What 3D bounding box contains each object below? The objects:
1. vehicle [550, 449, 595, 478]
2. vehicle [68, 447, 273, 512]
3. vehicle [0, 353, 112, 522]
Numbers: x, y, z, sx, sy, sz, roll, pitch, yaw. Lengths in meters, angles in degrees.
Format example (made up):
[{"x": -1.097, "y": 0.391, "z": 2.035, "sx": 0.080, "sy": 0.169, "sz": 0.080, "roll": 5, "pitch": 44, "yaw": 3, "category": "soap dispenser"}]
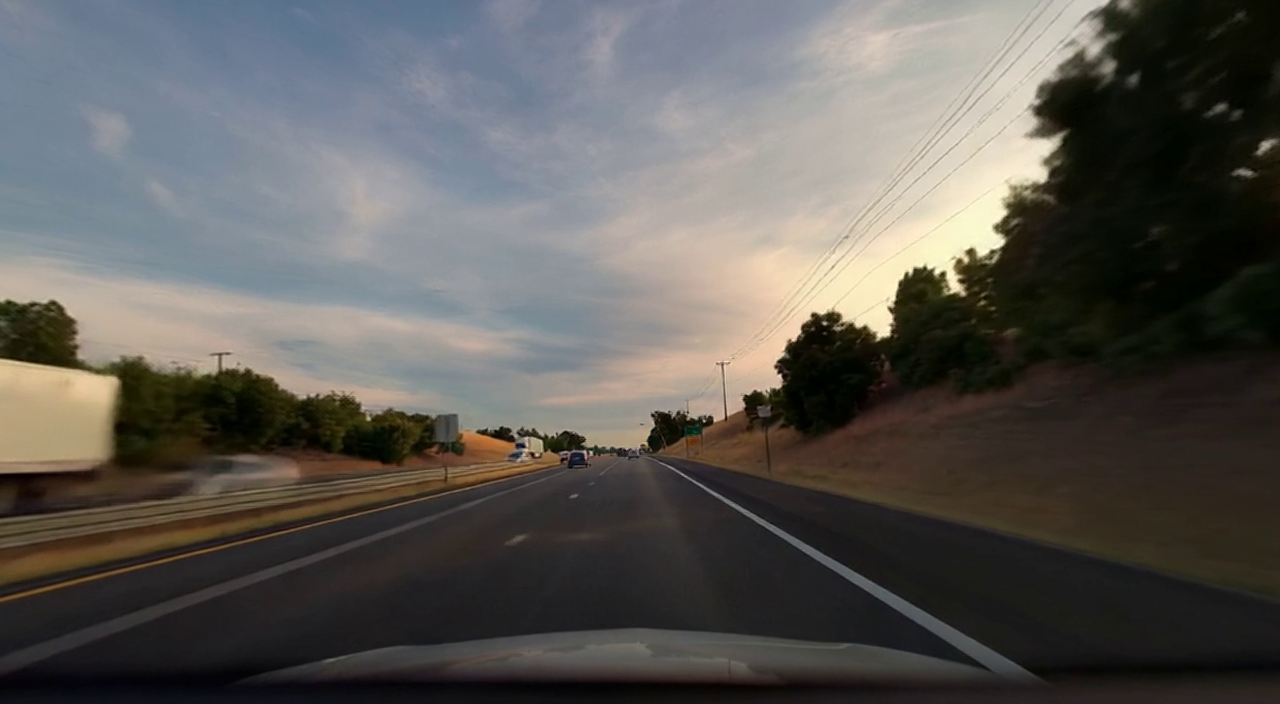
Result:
[{"x": -3.765, "y": 6.309, "z": 35.695, "sx": 2.123, "sy": 1.545, "sz": 4.404, "roll": 0, "pitch": -9, "yaw": 0, "category": "vehicle"}, {"x": -12.236, "y": 3.327, "z": 16.803, "sx": 2.162, "sy": 1.491, "sz": 4.265, "roll": 0, "pitch": -9, "yaw": 0, "category": "vehicle"}, {"x": -17.064, "y": 1.464, "z": 11.344, "sx": 3.067, "sy": 4.053, "sz": 13.781, "roll": 0, "pitch": -9, "yaw": 0, "category": "vehicle"}]
